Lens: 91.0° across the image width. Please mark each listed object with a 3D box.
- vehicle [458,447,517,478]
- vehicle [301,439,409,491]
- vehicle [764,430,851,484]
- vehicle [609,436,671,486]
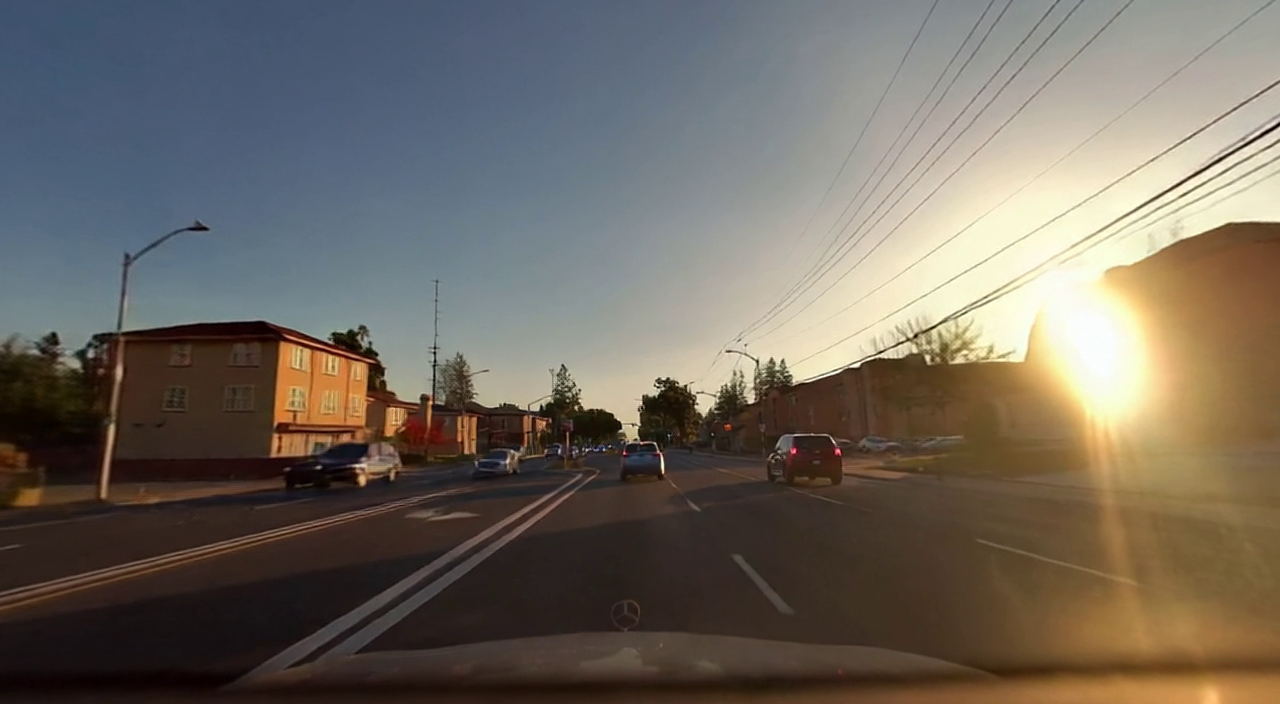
[{"bbox_3d":[-7.993,5.824,33.474,1.941,1.514,4.618,0,-9,0],"label":"vehicle"},{"bbox_3d":[-11.030,4.383,24.817,2.078,1.825,4.611,0,-9,-1],"label":"vehicle"},{"bbox_3d":[6.315,4.011,24.264,2.061,1.889,4.268,0,-9,-1],"label":"vehicle"},{"bbox_3d":[-0.035,4.066,23.741,2.138,1.702,4.168,0,-9,-1],"label":"vehicle"}]
